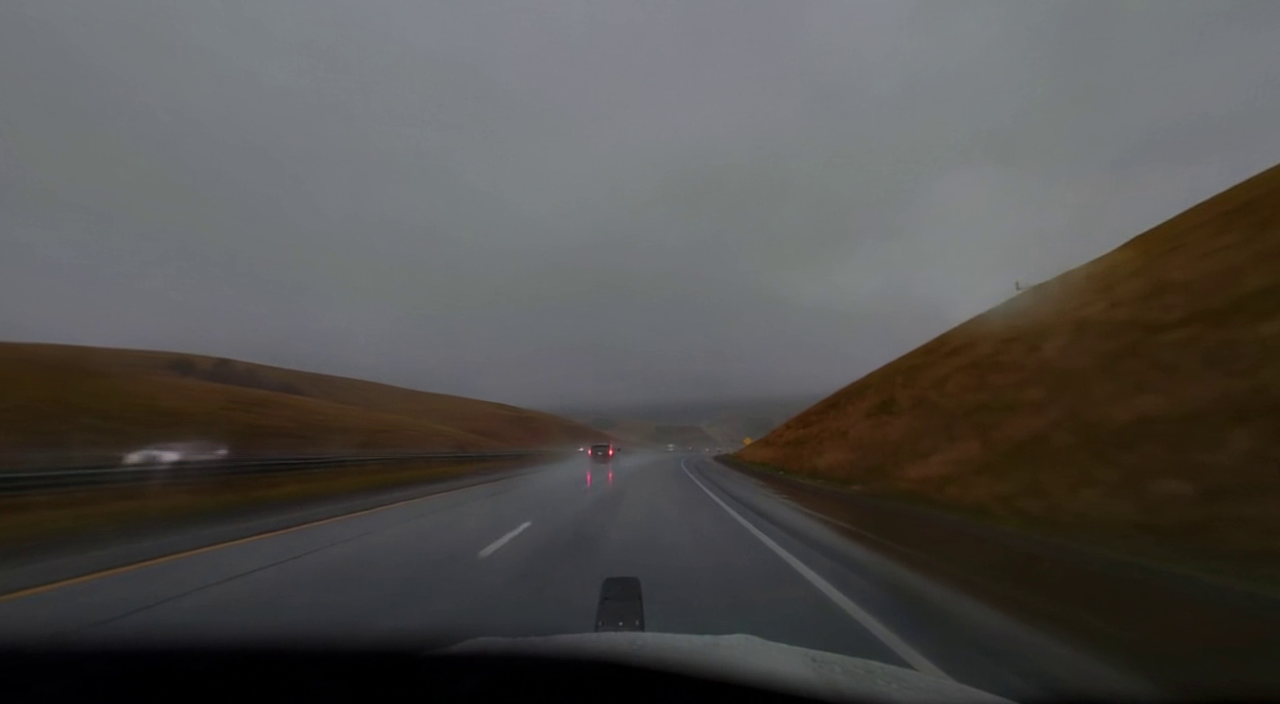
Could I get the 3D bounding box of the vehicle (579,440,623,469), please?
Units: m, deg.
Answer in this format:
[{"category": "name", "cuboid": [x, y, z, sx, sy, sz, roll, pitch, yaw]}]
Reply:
[{"category": "vehicle", "cuboid": [-2.421, 6.536, 40.572, 2.252, 1.743, 4.560, -1, -9, 3]}]
